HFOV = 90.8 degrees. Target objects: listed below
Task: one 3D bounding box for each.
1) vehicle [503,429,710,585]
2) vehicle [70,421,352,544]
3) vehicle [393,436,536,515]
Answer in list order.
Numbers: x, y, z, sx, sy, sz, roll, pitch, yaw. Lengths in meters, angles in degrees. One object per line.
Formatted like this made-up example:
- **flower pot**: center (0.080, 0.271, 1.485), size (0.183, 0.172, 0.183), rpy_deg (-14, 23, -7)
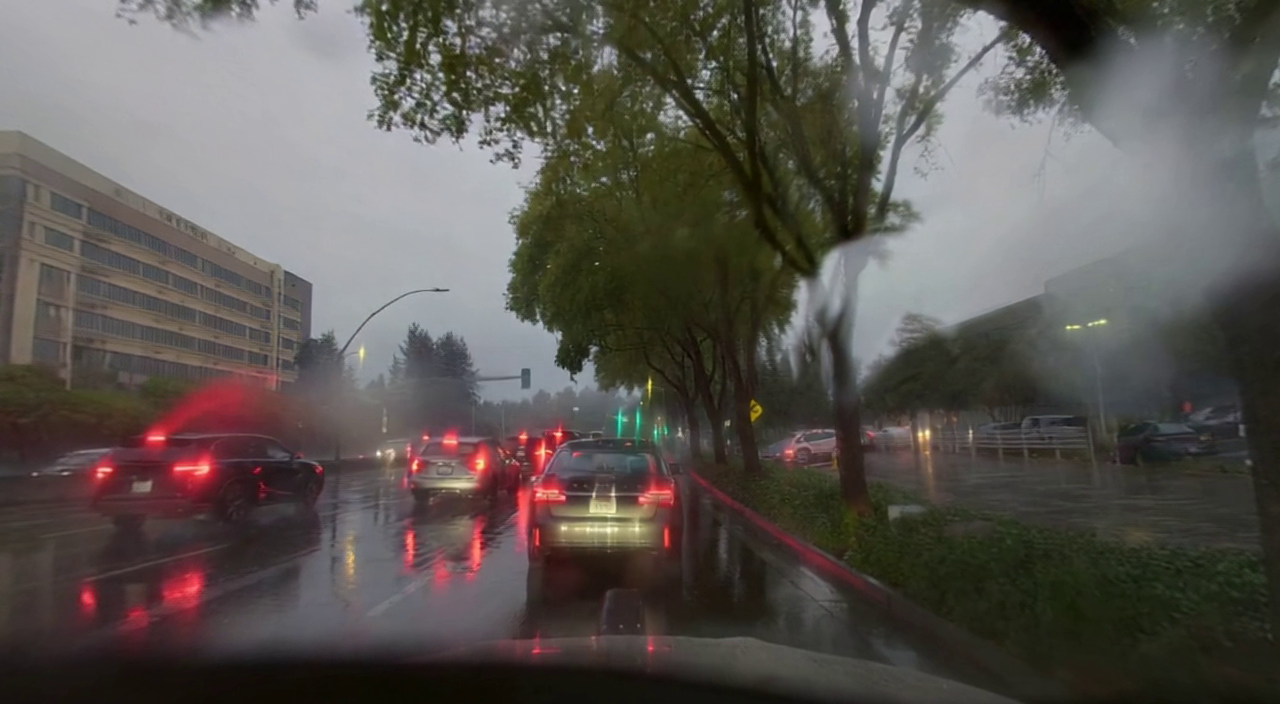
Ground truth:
- **vehicle**: center (-0.340, 1.856, 8.378), size (2.066, 1.544, 3.954), rpy_deg (0, -9, 0)
- **vehicle**: center (-7.318, 2.243, 11.490), size (2.068, 1.784, 4.224), rpy_deg (0, -9, 1)
- **vehicle**: center (-3.769, 2.732, 14.535), size (1.913, 1.521, 4.539), rpy_deg (0, -9, 1)
